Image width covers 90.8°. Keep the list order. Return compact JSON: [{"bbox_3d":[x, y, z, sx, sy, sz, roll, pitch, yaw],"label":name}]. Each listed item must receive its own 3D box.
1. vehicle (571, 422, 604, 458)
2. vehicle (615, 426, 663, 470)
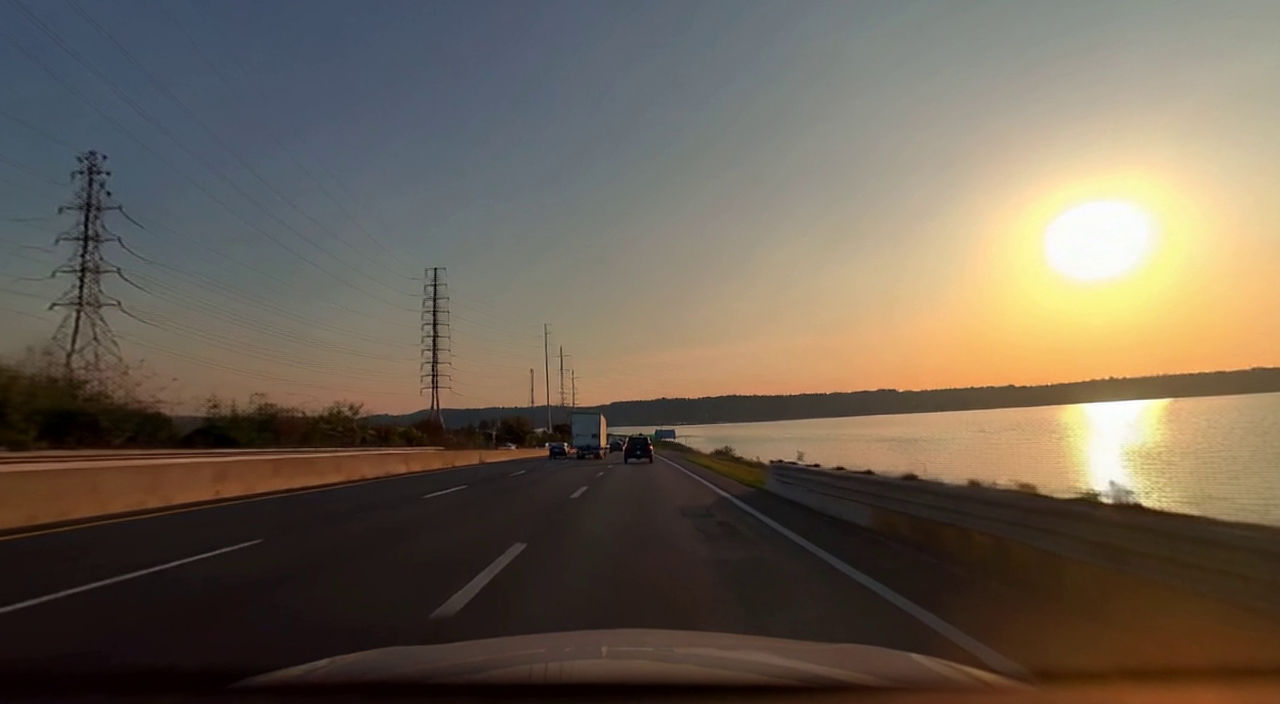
[{"bbox_3d":[-3.785,6.351,45.754,2.178,2.522,2.054,0,-8,1],"label":"vehicle"},{"bbox_3d":[-0.039,5.106,33.590,2.358,2.144,4.713,0,-8,0],"label":"vehicle"}]
